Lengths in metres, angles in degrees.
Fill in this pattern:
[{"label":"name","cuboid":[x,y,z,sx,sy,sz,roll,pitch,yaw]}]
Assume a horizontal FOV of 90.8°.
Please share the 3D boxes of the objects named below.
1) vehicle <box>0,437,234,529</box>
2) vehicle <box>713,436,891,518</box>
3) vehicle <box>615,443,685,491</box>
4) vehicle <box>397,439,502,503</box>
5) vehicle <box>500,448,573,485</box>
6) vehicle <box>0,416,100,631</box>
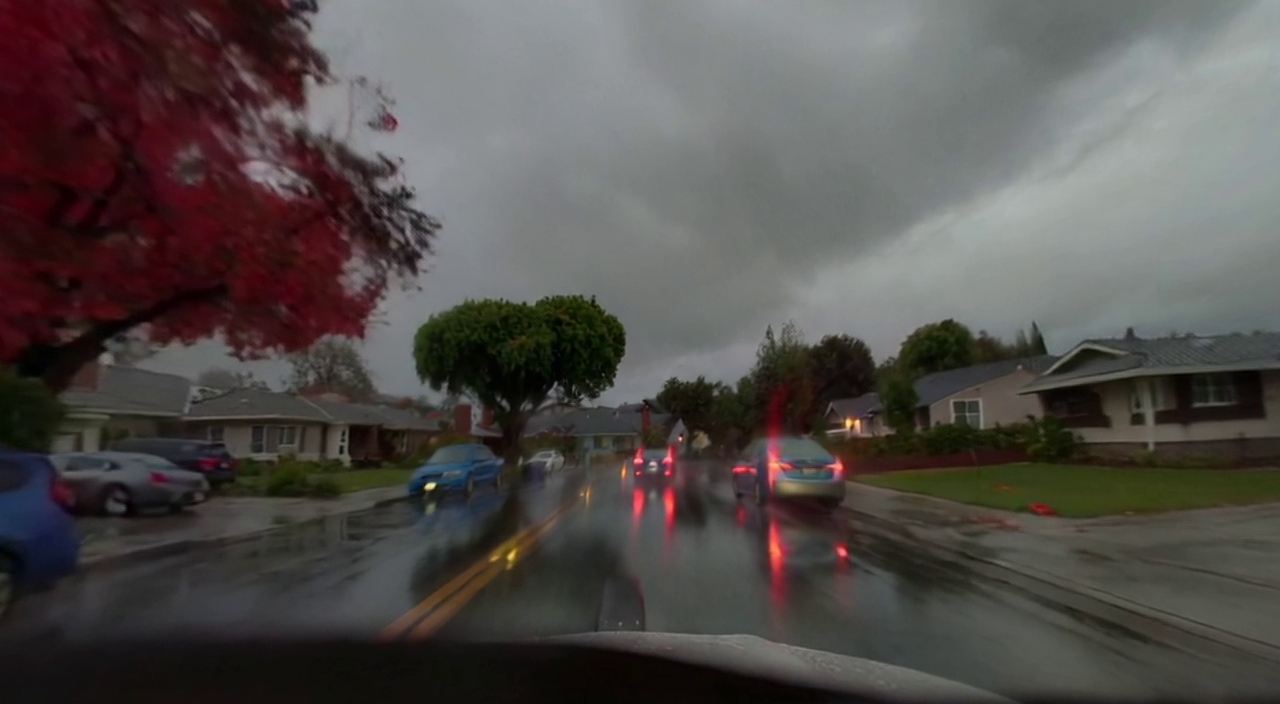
[{"label":"vehicle","cuboid":[-12.734,3.118,15.330,4.461,1.717,1.936,-4,-7,-4]},{"label":"vehicle","cuboid":[3.327,2.697,14.181,2.429,1.502,4.474,1,-9,-5]},{"label":"vehicle","cuboid":[0.429,3.951,22.034,2.192,1.474,4.192,-1,-9,3]},{"label":"vehicle","cuboid":[-6.440,4.067,21.997,2.235,1.851,4.662,-2,-9,0]},{"label":"vehicle","cuboid":[-5.562,6.210,34.605,2.641,1.747,4.738,-4,-9,7]},{"label":"vehicle","cuboid":[-6.444,1.282,3.812,2.254,1.773,4.795,-3,-8,-2]}]
